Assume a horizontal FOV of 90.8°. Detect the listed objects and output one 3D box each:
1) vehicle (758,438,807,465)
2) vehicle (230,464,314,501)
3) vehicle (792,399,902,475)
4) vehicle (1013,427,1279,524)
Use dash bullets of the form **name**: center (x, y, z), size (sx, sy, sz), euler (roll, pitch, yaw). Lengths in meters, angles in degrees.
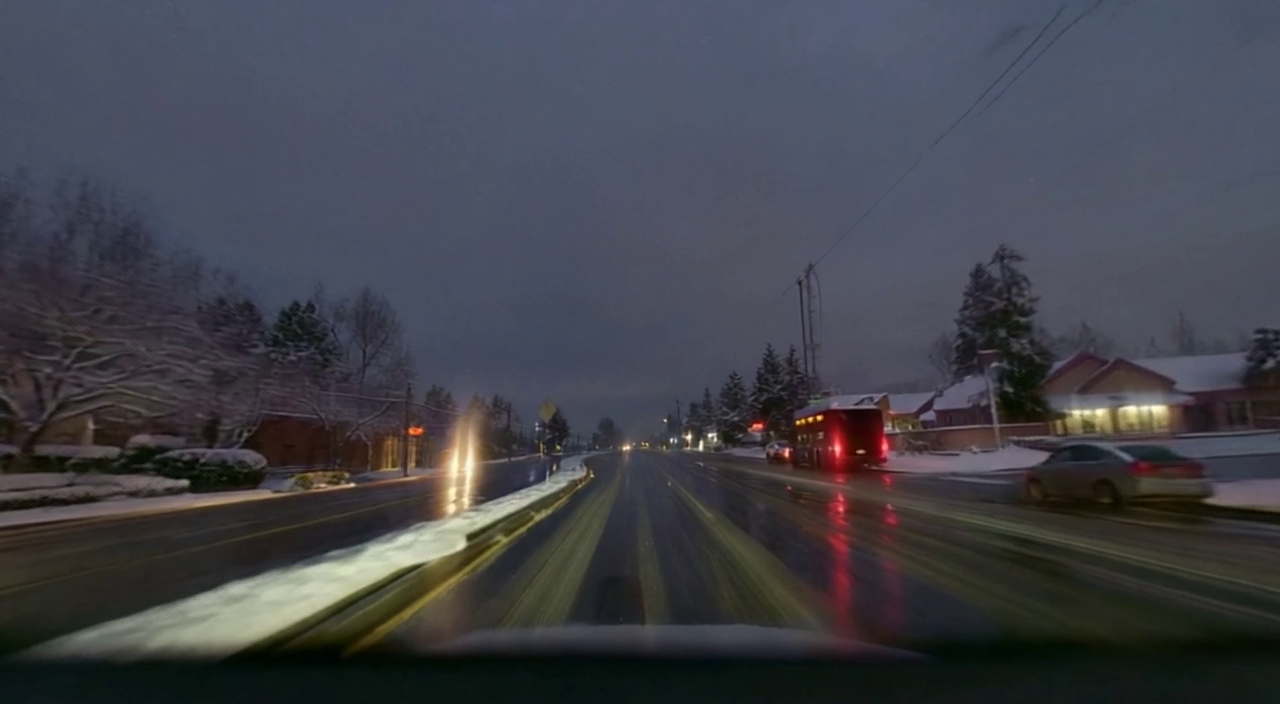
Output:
- **vehicle**: center (9.727, 6.859, 43.648), size (2.147, 1.781, 5.063), euler (0, -9, -1)
- **vehicle**: center (-19.552, 6.926, 33.810), size (1.984, 1.578, 4.507), euler (-3, -8, -2)
- **vehicle**: center (9.787, 4.210, 30.901), size (2.923, 3.249, 6.993), euler (0, -9, 0)
- **vehicle**: center (10.024, 2.305, 12.465), size (2.023, 1.494, 5.029), euler (0, -9, -3)
